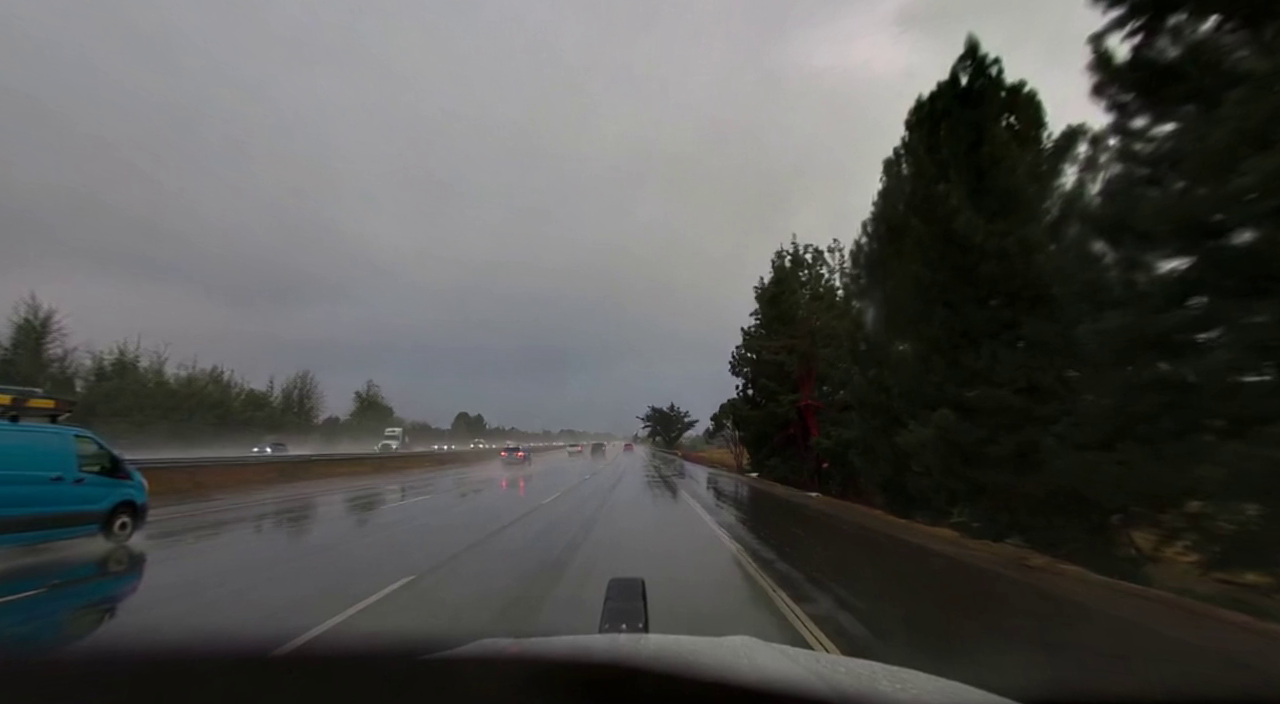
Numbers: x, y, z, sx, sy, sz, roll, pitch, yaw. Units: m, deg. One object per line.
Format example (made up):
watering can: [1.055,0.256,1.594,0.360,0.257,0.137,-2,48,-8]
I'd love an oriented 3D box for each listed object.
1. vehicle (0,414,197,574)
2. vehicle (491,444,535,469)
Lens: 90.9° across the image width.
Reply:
vehicle: [-8.163,1.676,7.634,2.093,1.752,4.771,0,-9,0]
vehicle: [-8.110,6.752,40.777,1.958,1.499,4.437,0,-9,0]
